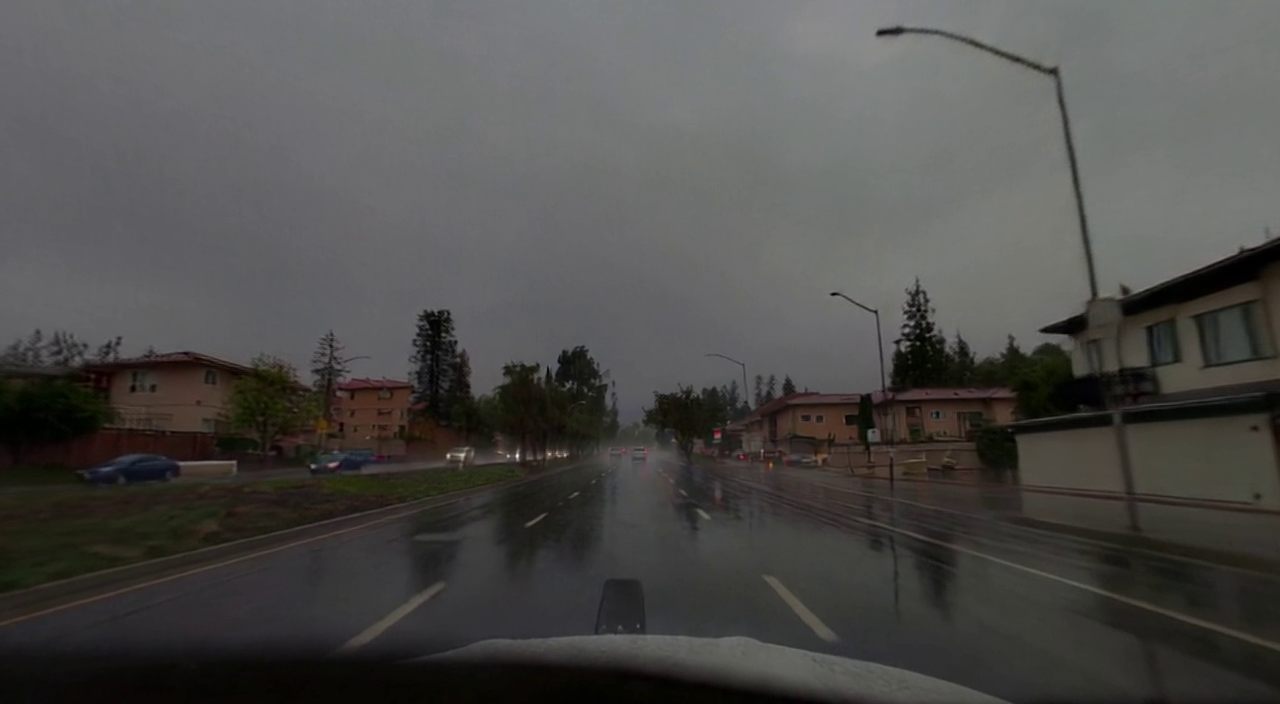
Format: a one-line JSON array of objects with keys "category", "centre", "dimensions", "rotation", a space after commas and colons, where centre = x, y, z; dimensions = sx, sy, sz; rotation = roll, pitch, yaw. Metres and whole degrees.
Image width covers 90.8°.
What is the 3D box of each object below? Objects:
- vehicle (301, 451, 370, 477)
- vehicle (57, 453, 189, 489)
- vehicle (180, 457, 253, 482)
[{"category": "vehicle", "centre": [-18.901, 6.947, 39.413], "dimensions": [1.892, 1.474, 4.723], "rotation": [0, -9, 1]}, {"category": "vehicle", "centre": [-24.612, 5.631, 30.370], "dimensions": [1.916, 1.524, 4.993], "rotation": [-1, -9, 3]}, {"category": "vehicle", "centre": [-24.879, 6.883, 37.272], "dimensions": [1.637, 1.298, 3.878], "rotation": [0, -9, 0]}]
